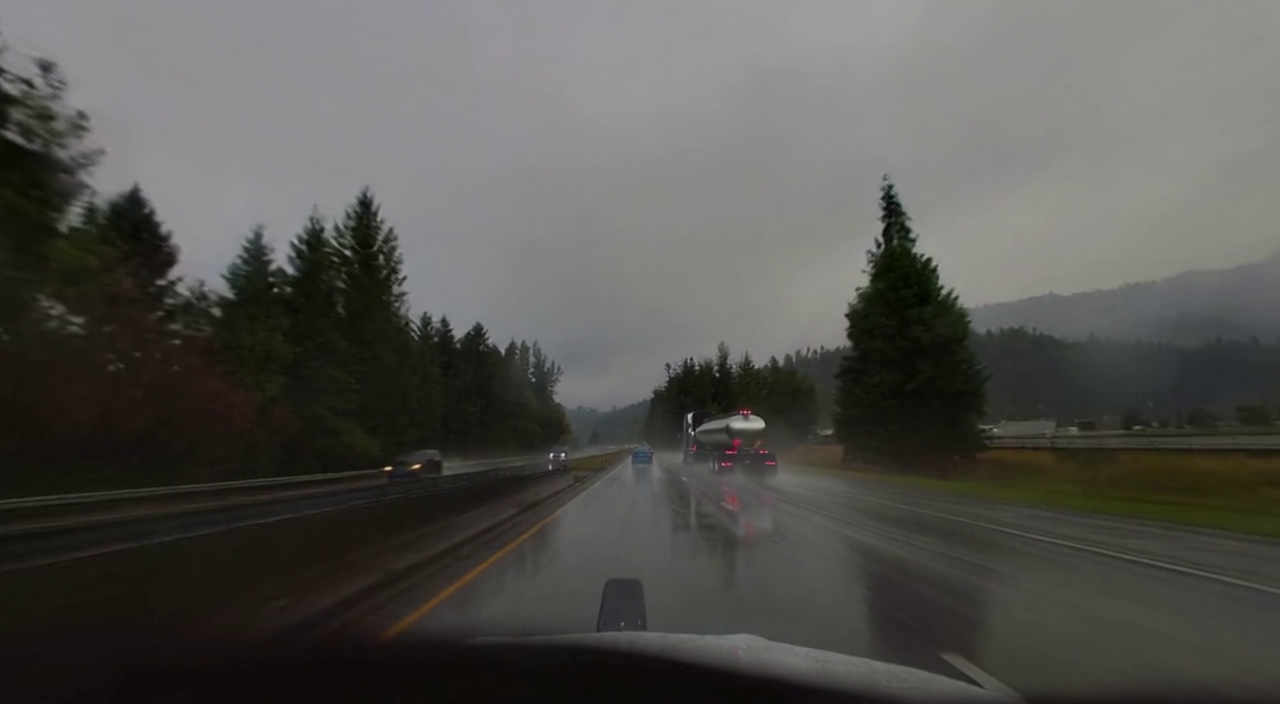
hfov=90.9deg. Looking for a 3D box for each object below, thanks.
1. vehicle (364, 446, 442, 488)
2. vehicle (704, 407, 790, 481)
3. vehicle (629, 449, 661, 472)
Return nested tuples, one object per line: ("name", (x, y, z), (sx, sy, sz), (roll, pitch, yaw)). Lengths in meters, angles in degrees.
("vehicle", (-12.096, 5.890, 32.563), (2.050, 1.959, 4.928), (0, -9, 0))
("vehicle", (4.791, 4.374, 29.796), (2.718, 3.034, 7.395), (0, -9, 0))
("vehicle", (0.282, 6.875, 40.072), (1.926, 1.386, 3.615), (0, -9, 0))
